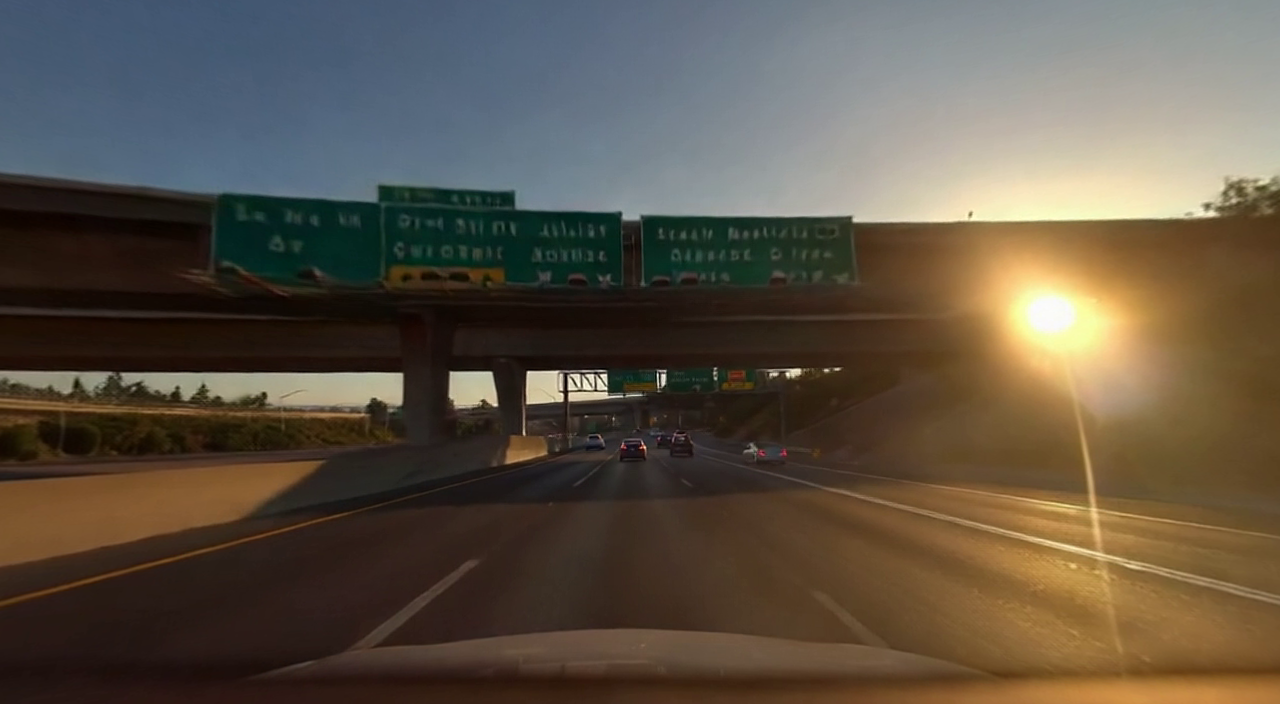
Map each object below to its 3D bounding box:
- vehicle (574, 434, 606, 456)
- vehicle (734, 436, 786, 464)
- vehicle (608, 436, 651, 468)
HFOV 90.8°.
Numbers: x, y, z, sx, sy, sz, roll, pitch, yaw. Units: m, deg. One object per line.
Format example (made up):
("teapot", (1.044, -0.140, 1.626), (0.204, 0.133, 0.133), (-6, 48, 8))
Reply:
("vehicle", (-3.859, 7.305, 49.549), (2.123, 1.661, 4.601), (0, -9, 0))
("vehicle", (6.672, 5.513, 35.554), (1.935, 1.478, 4.433), (0, -9, -2))
("vehicle", (-0.509, 4.938, 31.277), (1.985, 1.457, 4.227), (0, -9, -1))
